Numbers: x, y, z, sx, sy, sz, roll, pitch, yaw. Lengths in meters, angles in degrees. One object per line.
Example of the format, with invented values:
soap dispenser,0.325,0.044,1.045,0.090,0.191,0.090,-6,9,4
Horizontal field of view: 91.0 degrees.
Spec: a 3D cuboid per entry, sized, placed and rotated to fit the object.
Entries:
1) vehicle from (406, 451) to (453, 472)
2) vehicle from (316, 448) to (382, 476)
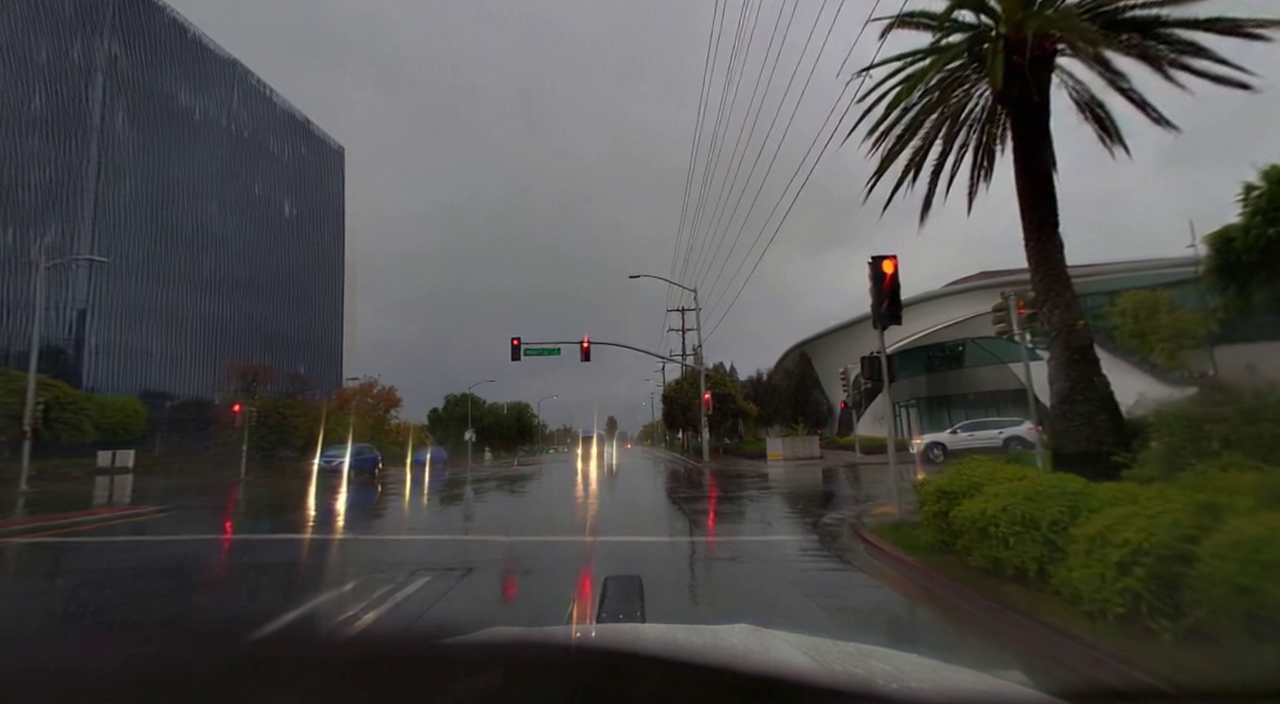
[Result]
vehicle,-15.095,7.836,45.323,1.875,1.389,3.784,0,-9,4
vehicle,-19.063,7.206,41.518,2.017,1.739,4.569,0,-9,2
